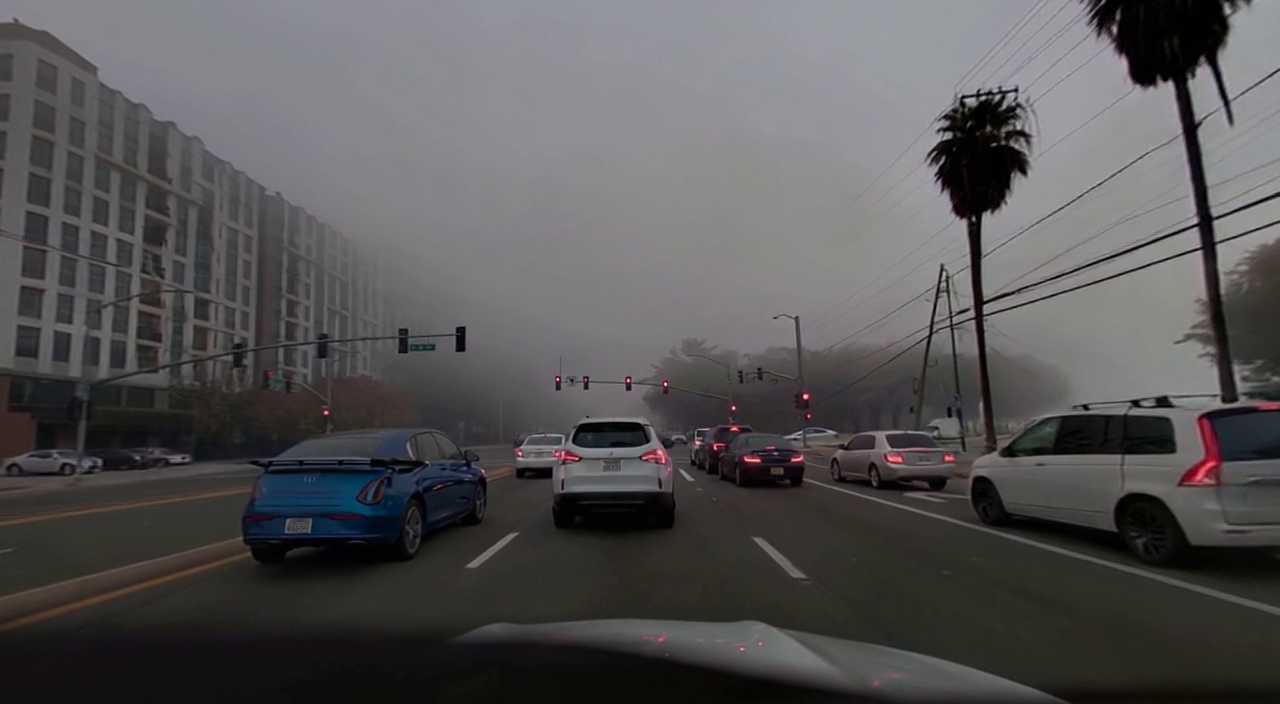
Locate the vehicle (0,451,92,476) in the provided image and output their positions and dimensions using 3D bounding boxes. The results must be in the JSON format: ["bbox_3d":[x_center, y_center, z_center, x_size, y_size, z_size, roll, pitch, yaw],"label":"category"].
[{"bbox_3d":[-42.452,7.908,44.884,4.867,1.689,1.971,1,-8,-8],"label":"vehicle"}]

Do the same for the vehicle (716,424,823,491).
[{"bbox_3d":[3.349,2.835,17.200,1.975,1.598,4.025,0,-8,-1],"label":"vehicle"}]

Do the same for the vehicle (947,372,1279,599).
[{"bbox_3d":[6.459,1.555,8.276,2.130,1.979,5.310,0,-8,0],"label":"vehicle"}]

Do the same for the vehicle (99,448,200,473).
[{"bbox_3d":[-35.667,7.892,46.079,5.422,1.765,1.937,1,-8,-8],"label":"vehicle"}]

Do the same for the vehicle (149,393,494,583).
[{"bbox_3d":[-3.524,1.607,8.244,2.136,1.779,4.417,0,-8,1],"label":"vehicle"}]

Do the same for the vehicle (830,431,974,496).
[{"bbox_3d":[6.561,2.835,16.413,1.764,1.451,4.300,0,-8,-2],"label":"vehicle"}]

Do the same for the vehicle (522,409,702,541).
[{"bbox_3d":[-0.409,1.893,10.292,2.302,1.681,4.217,0,-8,-2],"label":"vehicle"}]
